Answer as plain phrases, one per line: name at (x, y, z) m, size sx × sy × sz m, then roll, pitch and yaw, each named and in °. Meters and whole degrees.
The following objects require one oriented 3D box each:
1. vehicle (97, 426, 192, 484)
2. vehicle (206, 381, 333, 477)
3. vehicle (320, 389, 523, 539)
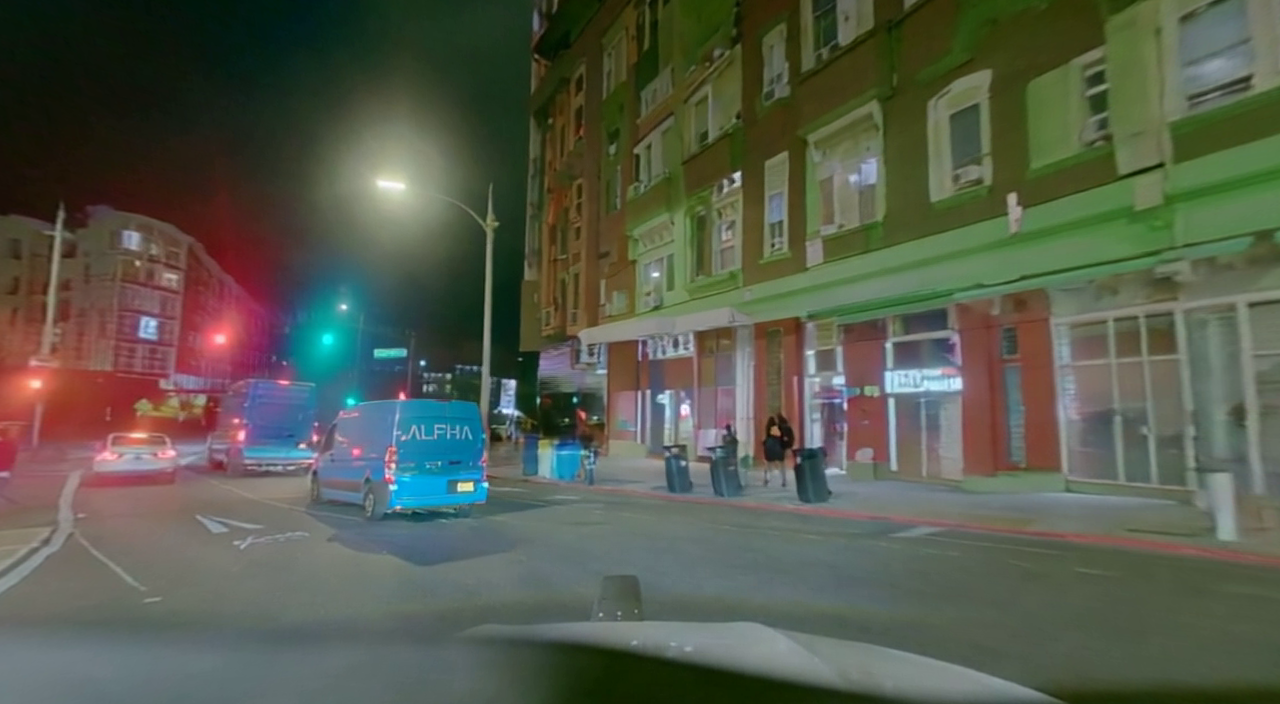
vehicle at (-14.149, 2.885, 17.922) m, size 1.841 × 1.461 × 3.426 m, roll 6°, pitch -10°, yaw -40°
vehicle at (-12.482, 2.590, 20.948) m, size 2.333 × 2.703 × 6.504 m, roll 7°, pitch -10°, yaw -40°
vehicle at (-3.775, 1.746, 10.417) m, size 1.951 × 1.907 × 4.266 m, roll 5°, pitch -9°, yaw -35°
